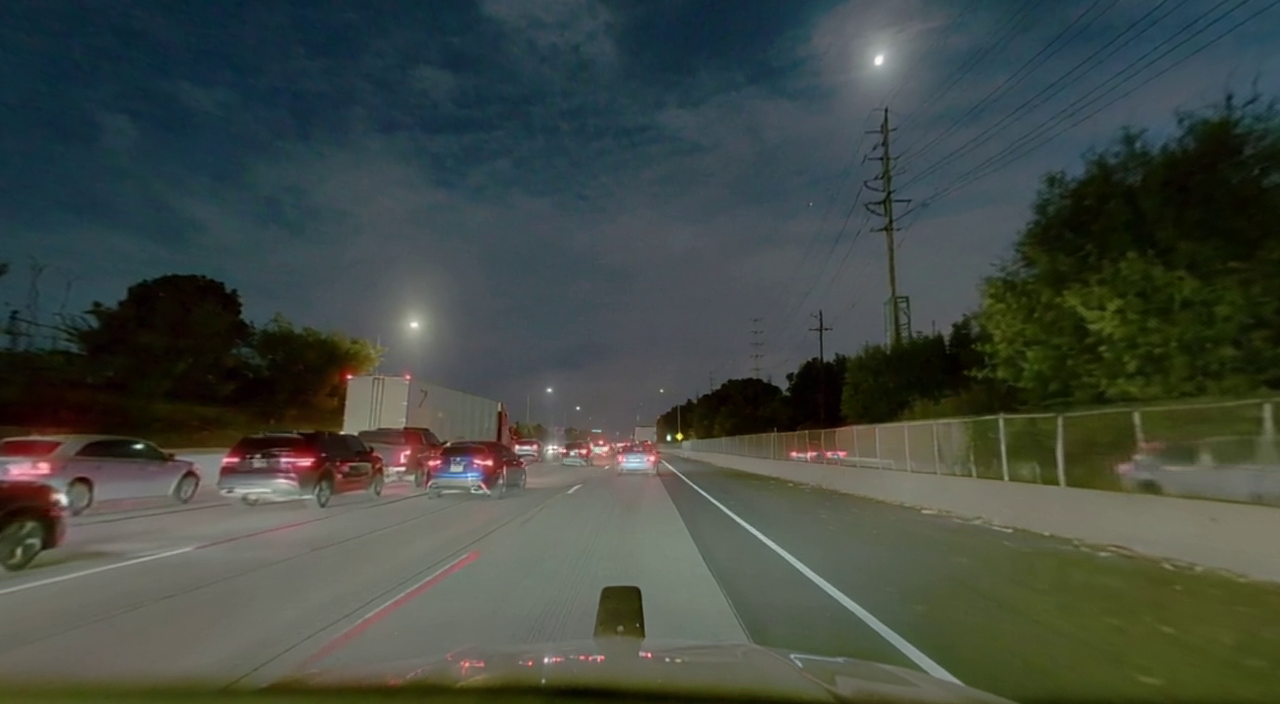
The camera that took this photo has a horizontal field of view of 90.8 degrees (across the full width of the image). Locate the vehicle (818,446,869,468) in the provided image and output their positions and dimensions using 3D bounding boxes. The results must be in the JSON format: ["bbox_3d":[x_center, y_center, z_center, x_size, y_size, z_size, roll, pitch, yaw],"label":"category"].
[{"bbox_3d":[14.341,7.397,44.811,1.949,1.472,4.795,0,-9,0],"label":"vehicle"}]

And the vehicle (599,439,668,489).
[{"bbox_3d":[-0.218,3.668,20.996,2.089,1.477,3.818,0,-8,-1],"label":"vehicle"}]

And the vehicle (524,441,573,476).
[{"bbox_3d":[-4.146,4.869,29.195,1.870,1.485,4.304,0,-9,-3],"label":"vehicle"}]

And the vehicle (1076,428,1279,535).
[{"bbox_3d":[10.023,2.081,10.574,1.974,1.495,4.734,0,-9,-1],"label":"vehicle"}]

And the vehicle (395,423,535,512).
[{"bbox_3d":[-3.748,2.556,14.400,1.923,1.716,4.289,0,-9,0],"label":"vehicle"}]

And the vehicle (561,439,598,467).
[{"bbox_3d":[-3.855,6.513,40.915,1.976,1.705,4.176,0,-9,1],"label":"vehicle"}]

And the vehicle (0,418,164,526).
[{"bbox_3d":[-11.090,2.067,11.093,1.964,1.687,4.485,0,-9,-1],"label":"vehicle"}]

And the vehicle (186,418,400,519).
[{"bbox_3d":[-6.941,2.377,13.344,2.027,1.762,4.386,0,-9,0],"label":"vehicle"}]
